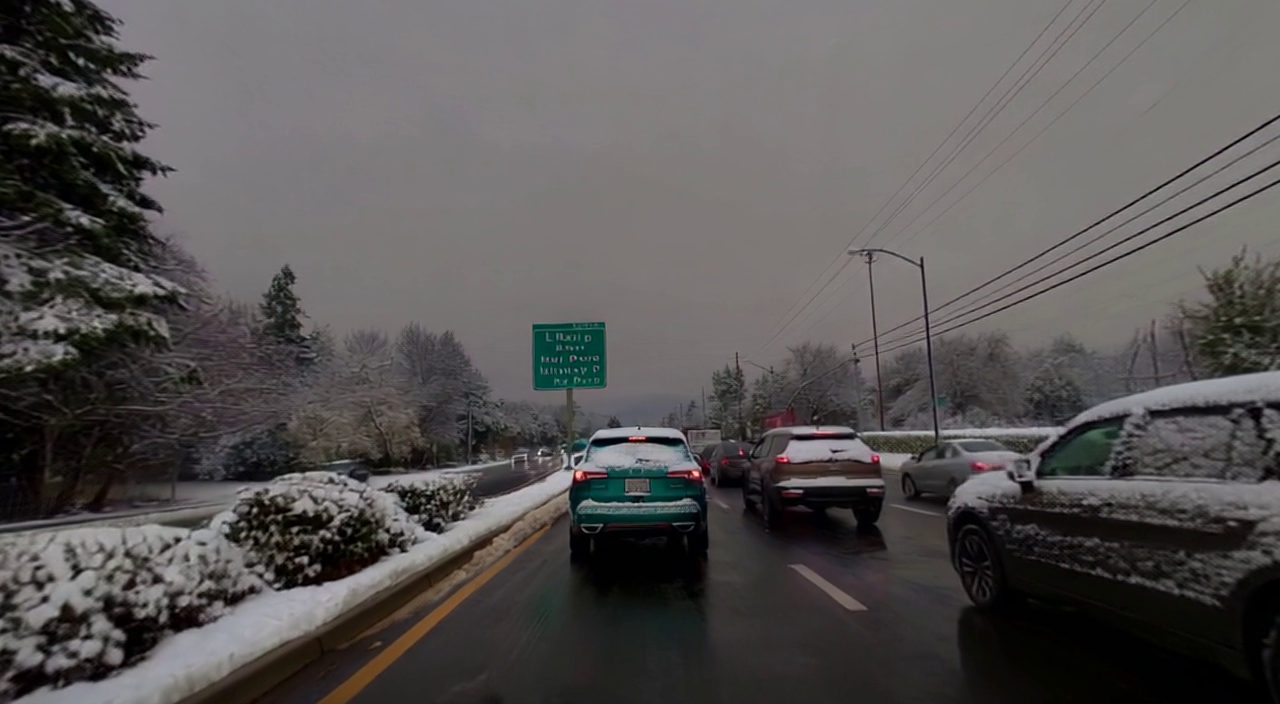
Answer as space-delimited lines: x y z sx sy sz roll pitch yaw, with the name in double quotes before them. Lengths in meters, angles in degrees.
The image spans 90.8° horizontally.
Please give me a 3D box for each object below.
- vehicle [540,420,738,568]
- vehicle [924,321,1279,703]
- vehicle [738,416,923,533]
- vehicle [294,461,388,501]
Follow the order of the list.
"vehicle" -0.041 1.905 9.255 2.199 1.641 4.232 0 -8 -1
"vehicle" 3.528 0.875 3.390 2.001 1.707 4.250 0 -8 0
"vehicle" 3.346 2.261 12.281 2.097 1.818 4.625 0 -8 -1
"vehicle" -13.299 5.725 28.453 1.960 1.491 4.700 0 -8 -1
